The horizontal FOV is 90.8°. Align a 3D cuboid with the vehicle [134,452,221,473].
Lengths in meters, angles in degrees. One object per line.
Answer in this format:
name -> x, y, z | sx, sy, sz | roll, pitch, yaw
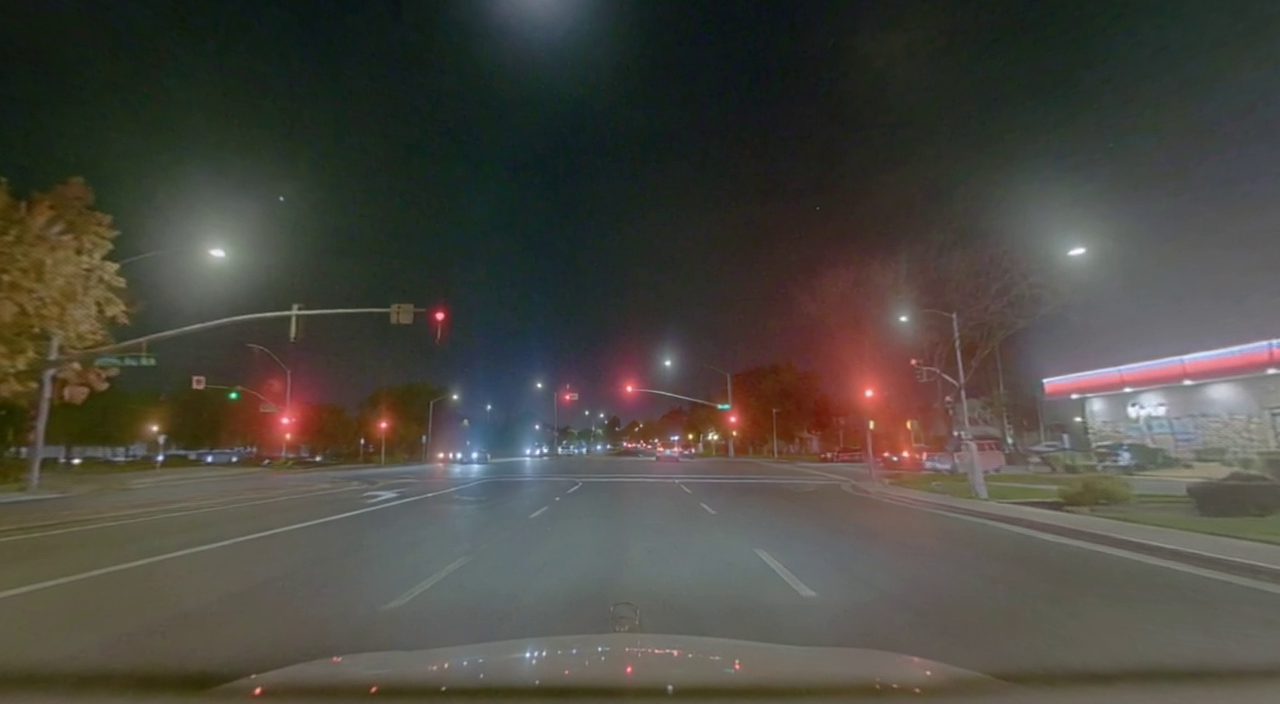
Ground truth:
vehicle -> -33.380, 7.955, 45.674 | 4.758, 1.462, 1.932 | 0, -9, 2
